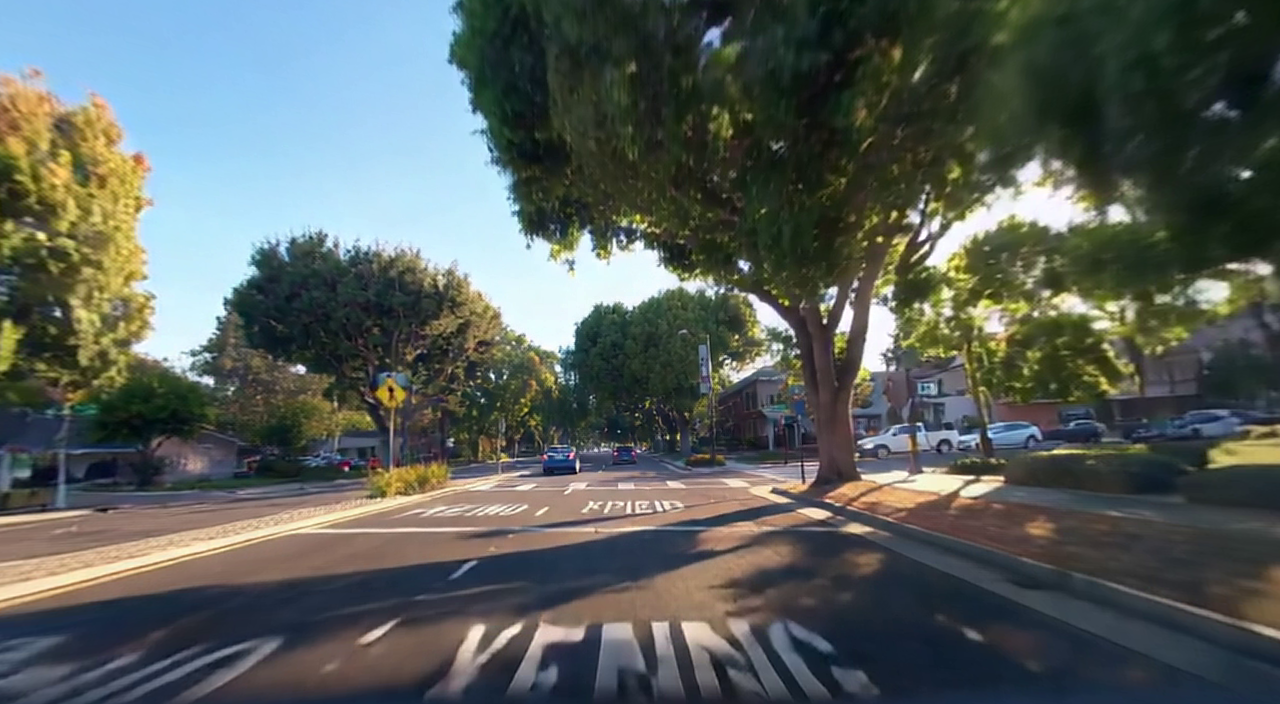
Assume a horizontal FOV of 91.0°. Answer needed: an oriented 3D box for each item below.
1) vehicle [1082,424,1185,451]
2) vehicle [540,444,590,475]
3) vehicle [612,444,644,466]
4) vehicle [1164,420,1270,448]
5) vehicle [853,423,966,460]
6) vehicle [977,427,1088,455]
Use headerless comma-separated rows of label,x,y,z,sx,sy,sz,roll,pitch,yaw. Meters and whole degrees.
vehicle,28.248,4.908,36.108,4.444,1.482,1.883,1,-9,-5
vehicle,-3.761,5.460,32.365,2.083,1.460,4.527,0,-8,-1
vehicle,-0.845,7.419,45.399,2.187,1.478,4.138,0,-8,-1
vehicle,33.184,4.715,36.250,4.334,1.545,1.812,0,-8,-2
vehicle,15.174,5.069,35.702,5.230,2.007,2.410,0,-9,1
vehicle,22.345,5.083,35.954,5.025,1.532,1.958,0,-8,-1
